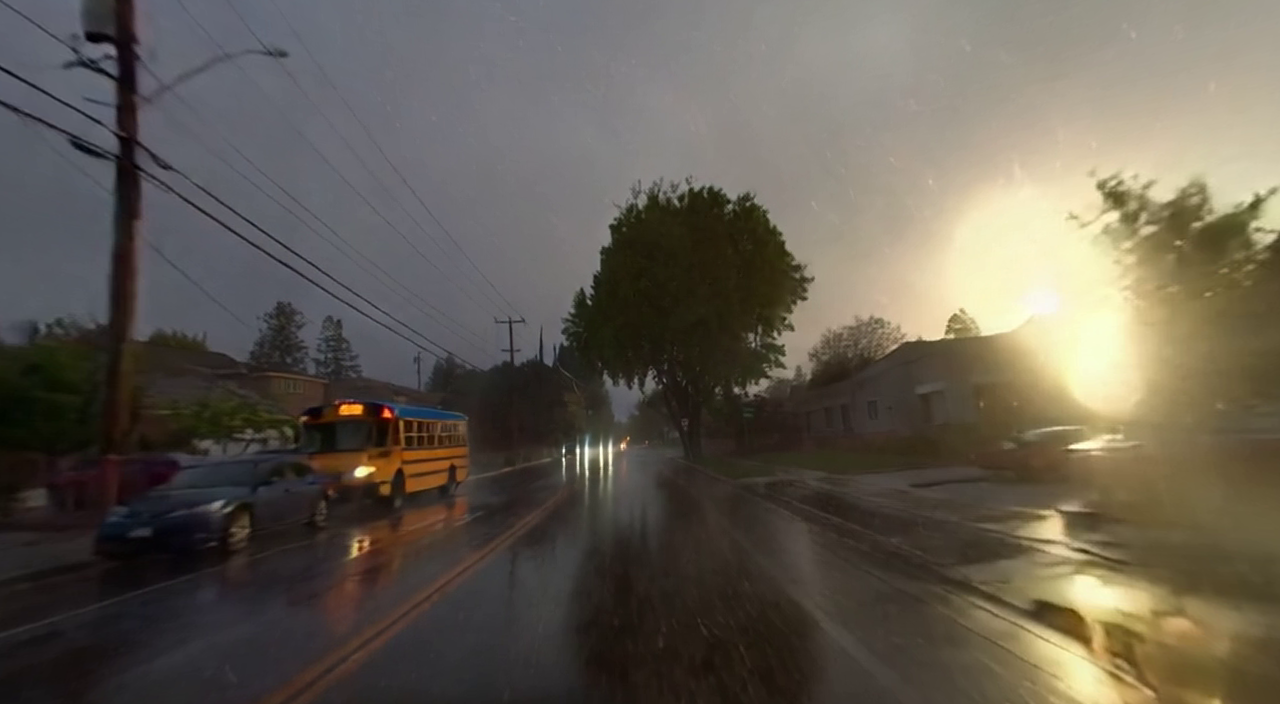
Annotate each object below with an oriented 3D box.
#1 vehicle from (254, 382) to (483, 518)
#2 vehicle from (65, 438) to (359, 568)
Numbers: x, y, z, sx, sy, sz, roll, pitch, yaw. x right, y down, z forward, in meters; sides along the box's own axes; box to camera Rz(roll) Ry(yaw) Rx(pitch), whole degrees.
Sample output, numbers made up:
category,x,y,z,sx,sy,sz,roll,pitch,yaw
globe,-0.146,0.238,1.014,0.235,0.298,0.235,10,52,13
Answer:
category,x,y,z,sx,sy,sz,roll,pitch,yaw
vehicle,-6.689,2.611,17.094,2.835,2.876,7.091,0,-8,1
vehicle,-6.792,2.362,10.816,2.023,1.721,4.418,0,-8,-2
